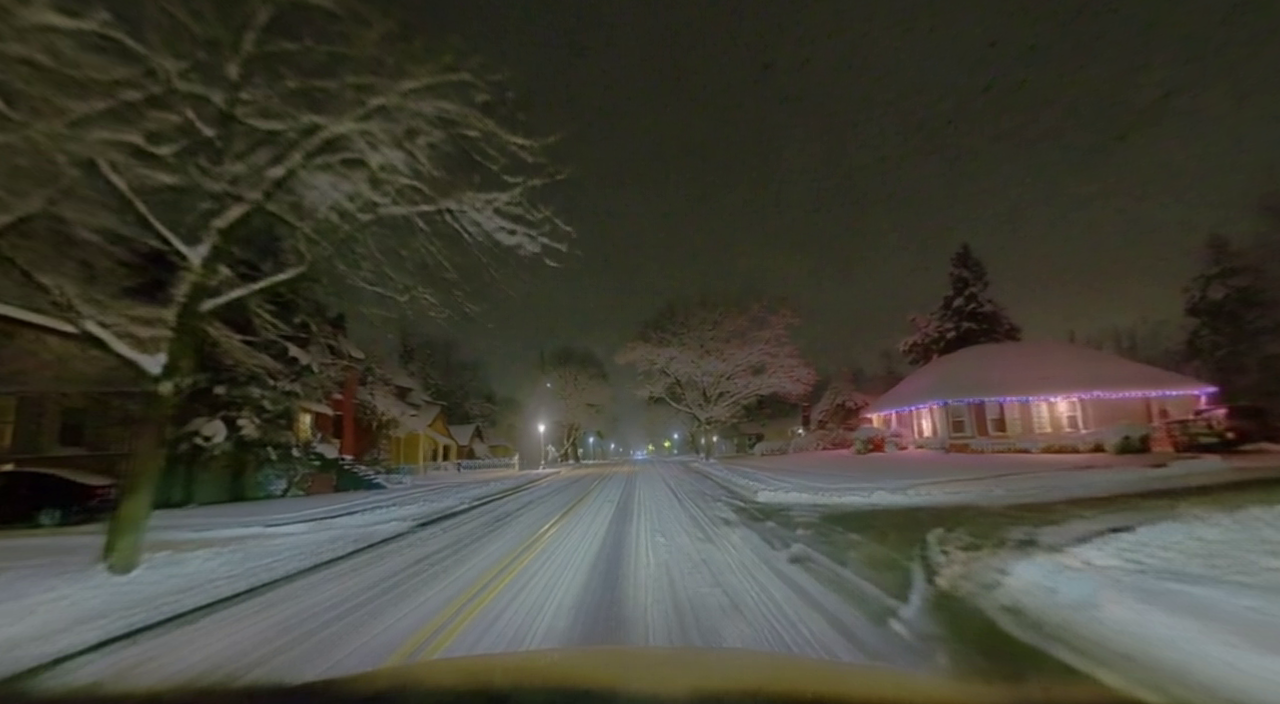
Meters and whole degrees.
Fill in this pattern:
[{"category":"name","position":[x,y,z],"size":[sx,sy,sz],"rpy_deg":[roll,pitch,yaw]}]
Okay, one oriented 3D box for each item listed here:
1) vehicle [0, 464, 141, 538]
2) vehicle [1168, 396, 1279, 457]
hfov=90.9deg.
[{"category":"vehicle","position":[-15.020,3.565,15.320],"size":[1.830,1.495,4.641],"rpy_deg":[0,-8,2]},{"category":"vehicle","position":[18.135,2.119,18.175],"size":[1.862,1.612,4.321],"rpy_deg":[-6,-9,-2]}]
